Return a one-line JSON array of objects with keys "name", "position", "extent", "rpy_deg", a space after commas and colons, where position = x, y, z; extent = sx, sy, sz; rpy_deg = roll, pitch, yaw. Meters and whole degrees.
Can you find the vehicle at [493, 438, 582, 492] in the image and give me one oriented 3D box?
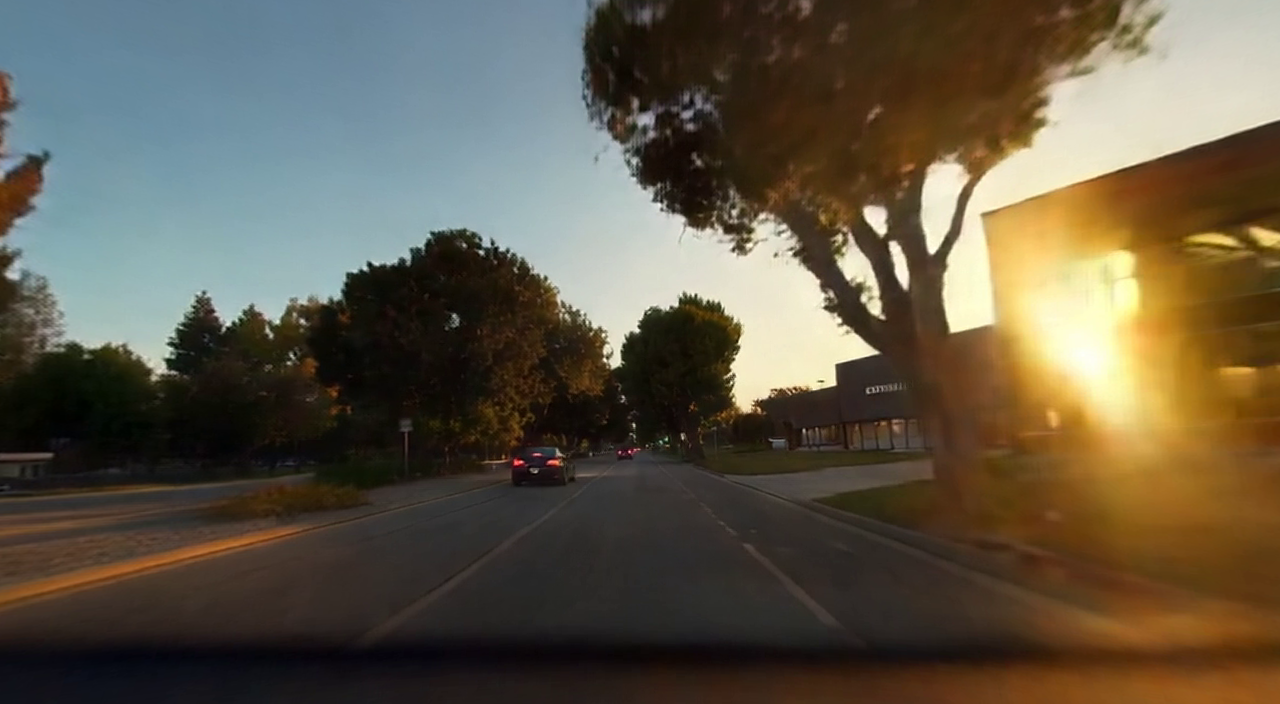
[{"name": "vehicle", "position": [-3.402, 3.888, 22.109], "extent": [2.202, 1.685, 4.772], "rpy_deg": [0, -9, 1]}]
